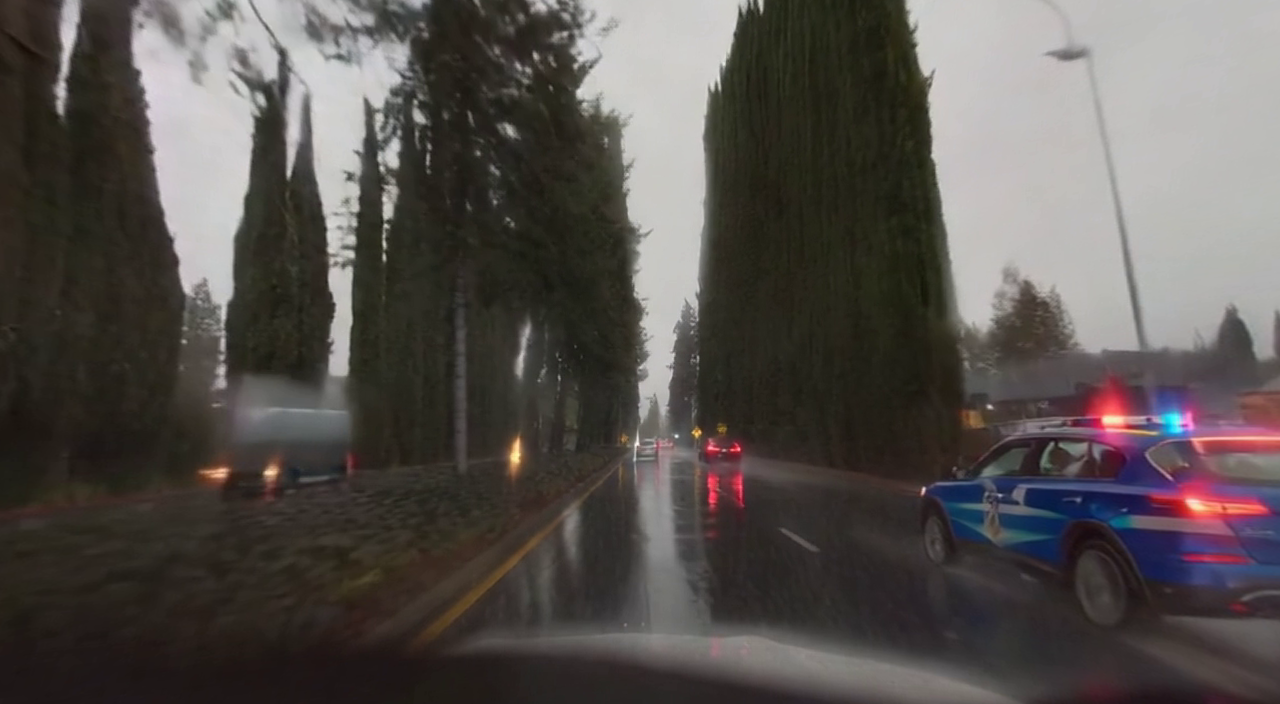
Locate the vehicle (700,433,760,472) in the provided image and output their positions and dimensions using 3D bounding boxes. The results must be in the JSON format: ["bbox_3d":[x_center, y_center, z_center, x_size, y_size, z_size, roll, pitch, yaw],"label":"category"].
[{"bbox_3d":[4.105,4.661,29.445,2.110,1.666,3.912,0,-8,-1],"label":"vehicle"}]

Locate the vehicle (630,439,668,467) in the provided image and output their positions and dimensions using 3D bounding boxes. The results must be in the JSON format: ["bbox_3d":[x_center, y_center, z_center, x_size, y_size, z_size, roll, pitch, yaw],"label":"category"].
[{"bbox_3d":[0.469,5.786,36.302,2.026,1.466,4.282,0,-8,-1],"label":"vehicle"}]

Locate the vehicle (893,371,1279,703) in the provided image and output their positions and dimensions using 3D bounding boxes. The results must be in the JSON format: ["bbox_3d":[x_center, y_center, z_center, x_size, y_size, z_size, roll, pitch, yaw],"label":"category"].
[{"bbox_3d":[3.939,1.204,5.106,2.052,1.639,4.123,0,-8,0],"label":"vehicle"}]
